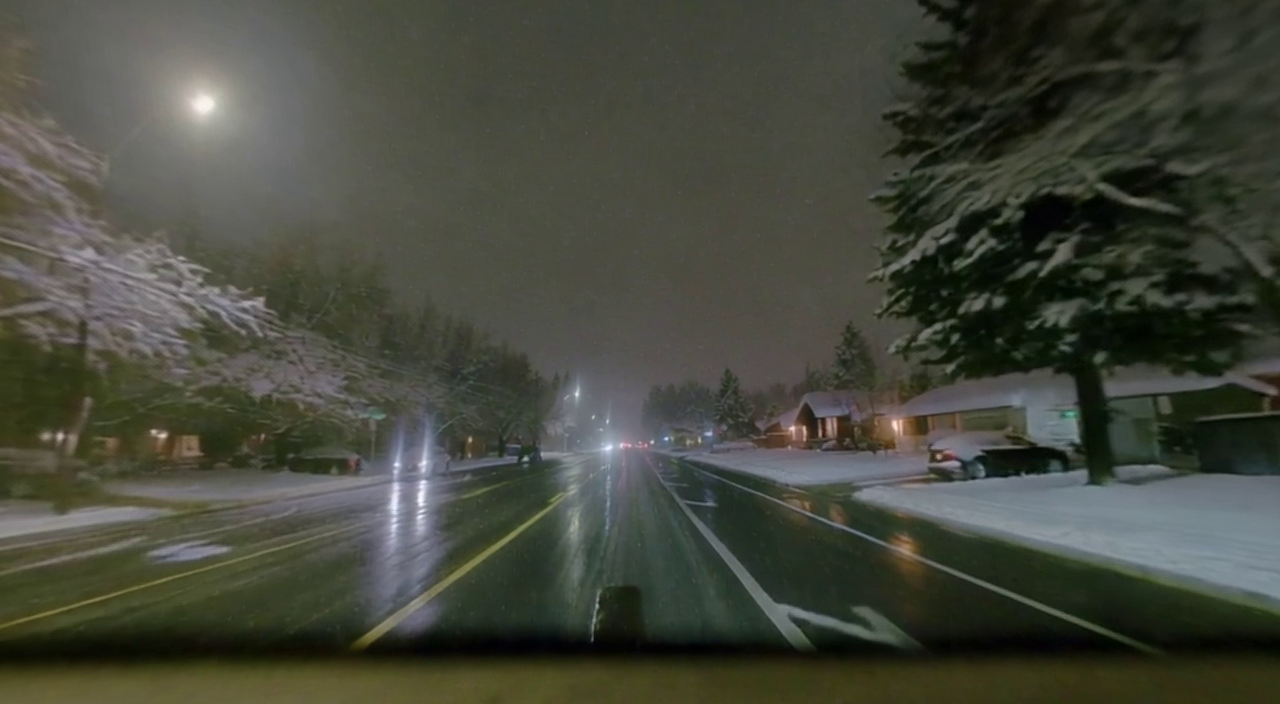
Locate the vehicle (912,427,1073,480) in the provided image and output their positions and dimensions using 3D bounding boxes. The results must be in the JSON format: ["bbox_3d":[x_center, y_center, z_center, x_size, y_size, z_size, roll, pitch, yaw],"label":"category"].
[{"bbox_3d":[12.020,3.490,21.813,4.194,1.680,2.150,-1,-8,1],"label":"vehicle"}]

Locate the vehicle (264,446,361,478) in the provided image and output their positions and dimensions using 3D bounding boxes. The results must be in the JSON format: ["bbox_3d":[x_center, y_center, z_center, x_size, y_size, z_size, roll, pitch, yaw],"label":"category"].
[{"bbox_3d":[-19.579,6.580,37.950,4.668,1.824,1.999,0,-9,-1],"label":"vehicle"}]

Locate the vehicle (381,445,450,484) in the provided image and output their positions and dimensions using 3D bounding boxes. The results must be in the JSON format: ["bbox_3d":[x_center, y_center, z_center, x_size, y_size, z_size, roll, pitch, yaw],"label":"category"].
[{"bbox_3d":[-11.975,6.041,34.066,2.062,1.821,4.880,-3,-10,-1],"label":"vehicle"}]
